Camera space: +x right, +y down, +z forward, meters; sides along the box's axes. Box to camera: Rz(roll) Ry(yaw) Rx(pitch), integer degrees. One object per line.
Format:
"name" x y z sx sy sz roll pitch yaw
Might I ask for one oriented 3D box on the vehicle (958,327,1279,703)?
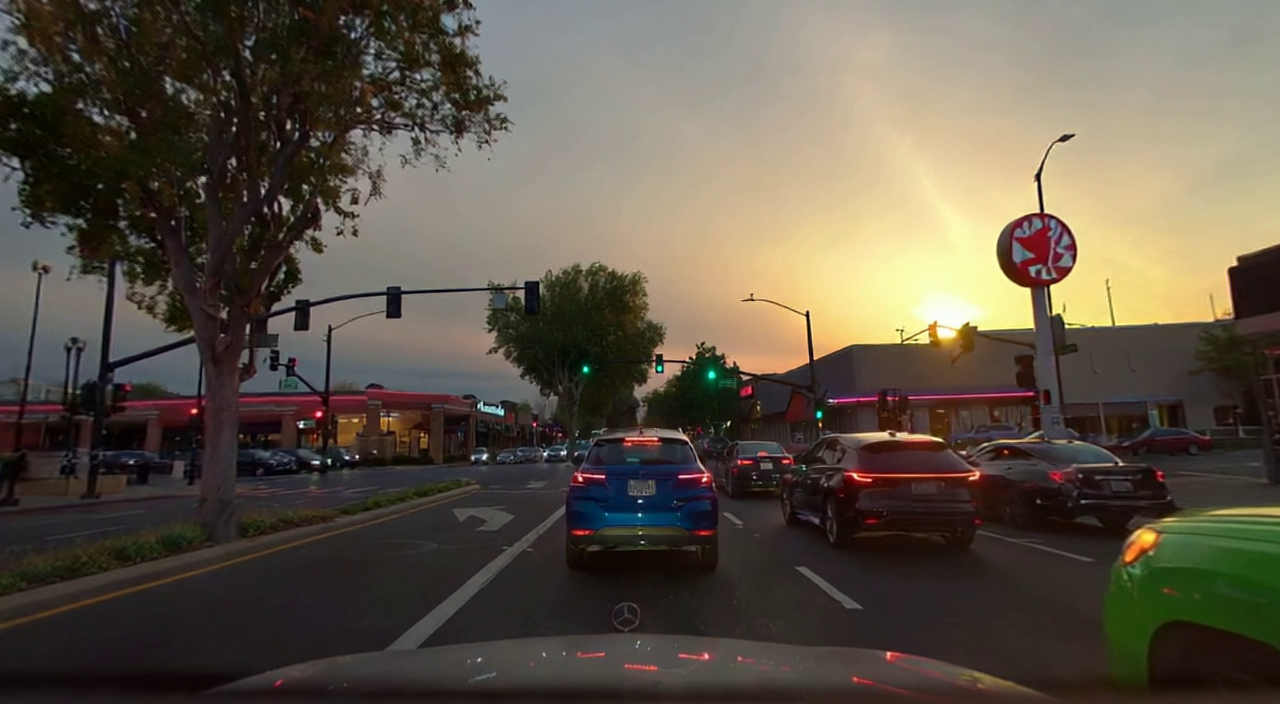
"vehicle" 2.990 0.713 1.620 2.075 1.661 4.401 0 -9 1

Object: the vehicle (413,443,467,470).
"vehicle" -15.074 7.937 47.997 2.395 1.903 4.860 -1 -9 1

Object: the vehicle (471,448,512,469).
"vehicle" -11.249 8.065 48.199 2.099 1.478 4.411 0 -9 0

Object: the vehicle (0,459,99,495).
"vehicle" -27.197 5.541 28.087 4.285 1.427 1.883 3 -9 -23

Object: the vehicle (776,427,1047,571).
"vehicle" 3.328 1.867 8.824 1.865 1.496 4.170 0 -9 -1

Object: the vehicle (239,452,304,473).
"vehicle" -28.572 8.583 49.153 4.205 1.541 1.780 4 -10 -28

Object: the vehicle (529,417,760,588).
"vehicle" 0.018 1.700 7.864 2.154 1.577 3.723 0 -9 -1
